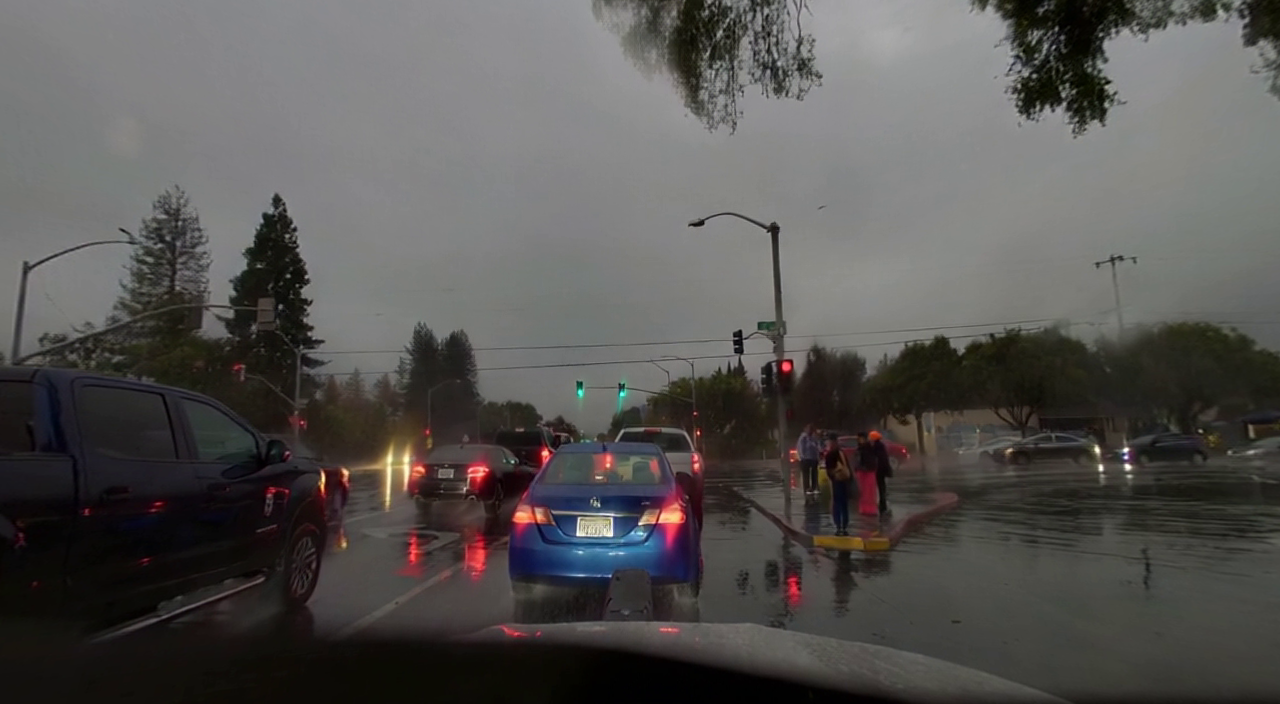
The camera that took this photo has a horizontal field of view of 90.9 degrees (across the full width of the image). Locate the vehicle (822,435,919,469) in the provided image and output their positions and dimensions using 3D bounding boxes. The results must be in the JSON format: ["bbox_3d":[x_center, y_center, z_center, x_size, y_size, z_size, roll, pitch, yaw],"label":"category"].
[{"bbox_3d":[12.213,5.335,33.625,4.394,1.724,1.886,0,-9,1],"label":"vehicle"}]

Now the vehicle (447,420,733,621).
[{"bbox_3d":[-0.377,1.608,7.039,2.144,1.497,4.446,0,-9,0],"label":"vehicle"}]

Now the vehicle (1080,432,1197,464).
[{"bbox_3d":[28.946,5.577,36.707,4.967,1.794,2.044,0,-9,2],"label":"vehicle"}]

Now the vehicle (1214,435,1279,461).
[{"bbox_3d":[36.268,5.513,36.145,4.643,1.464,1.840,-1,-9,3],"label":"vehicle"}]

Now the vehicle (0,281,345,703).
[{"bbox_3d":[-3.683,0.745,2.815,2.202,1.961,4.980,0,-9,1],"label":"vehicle"}]

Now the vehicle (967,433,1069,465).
[{"bbox_3d":[21.944,5.655,36.712,4.529,1.786,2.110,0,-9,2],"label":"vehicle"}]
